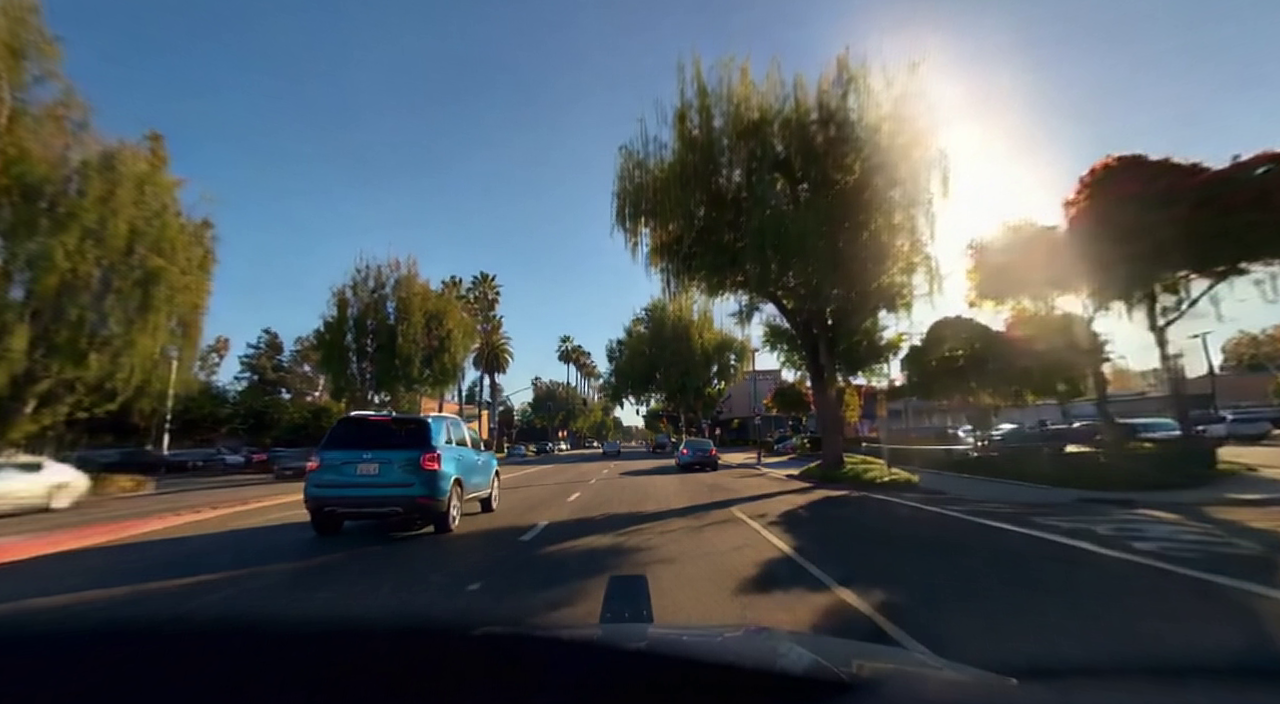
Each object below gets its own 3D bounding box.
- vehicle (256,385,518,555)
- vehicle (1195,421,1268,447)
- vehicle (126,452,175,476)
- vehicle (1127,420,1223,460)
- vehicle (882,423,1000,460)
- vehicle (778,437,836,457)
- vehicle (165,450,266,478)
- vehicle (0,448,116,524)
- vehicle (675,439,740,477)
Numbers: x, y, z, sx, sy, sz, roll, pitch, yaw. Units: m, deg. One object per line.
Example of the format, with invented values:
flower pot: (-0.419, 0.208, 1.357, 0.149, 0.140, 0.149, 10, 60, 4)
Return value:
vehicle: (-3.435, 1.727, 9.780, 2.152, 1.987, 4.527, 0, -9, 0)
vehicle: (39.365, 5.514, 42.081, 1.982, 1.611, 4.314, -4, -9, 21)
vehicle: (-37.005, 8.417, 47.584, 4.378, 1.687, 1.968, -8, -11, 40)
vehicle: (26.719, 4.448, 31.714, 1.993, 1.806, 4.813, -4, -9, 20)
vehicle: (14.391, 4.351, 30.377, 1.887, 1.630, 4.705, 6, -11, -37)
vehicle: (12.334, 7.020, 46.597, 1.874, 1.386, 3.745, 6, -11, -37)
vehicle: (-26.918, 7.049, 40.055, 5.072, 1.606, 2.046, 7, -11, -39)
vehicle: (-14.006, 2.811, 13.273, 1.915, 1.500, 4.681, 0, -8, 0)
vehicle: (2.825, 4.566, 27.434, 1.919, 1.472, 4.470, 1, -9, -6)
